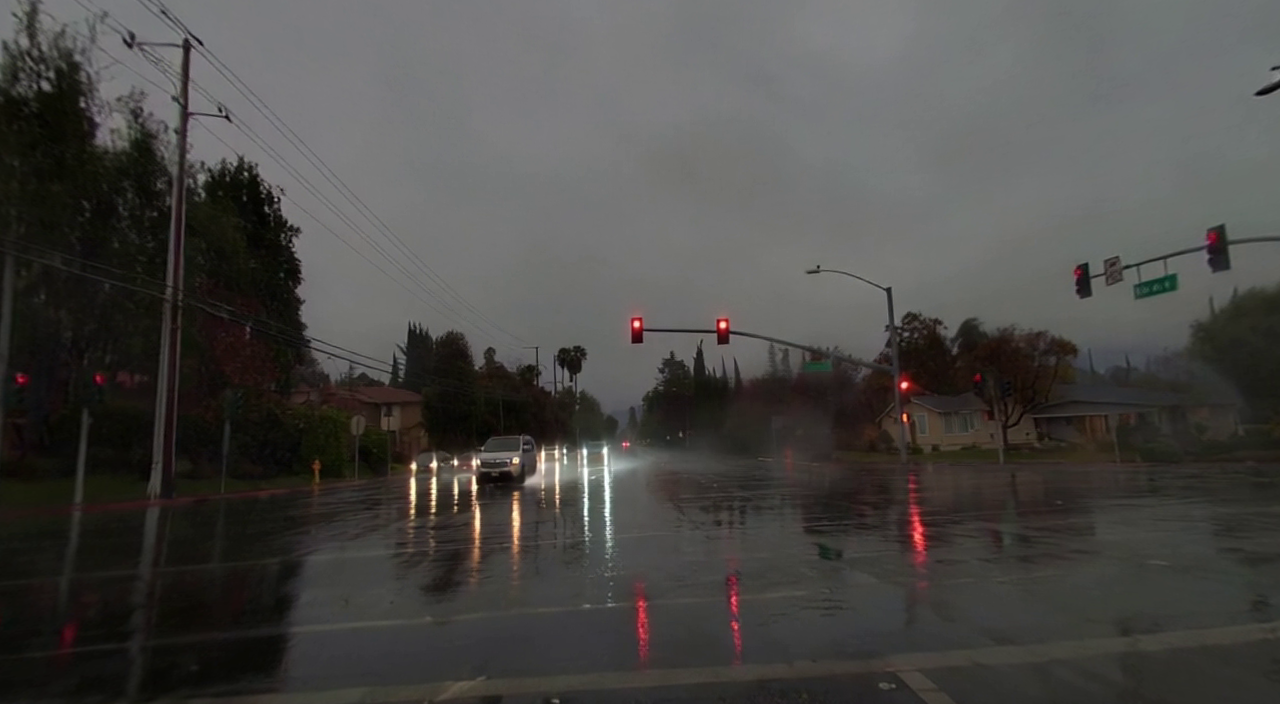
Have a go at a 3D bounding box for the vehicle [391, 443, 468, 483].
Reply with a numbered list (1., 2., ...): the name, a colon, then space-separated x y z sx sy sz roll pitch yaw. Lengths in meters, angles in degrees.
1. vehicle: -10.188 5.384 30.973 2.241 1.819 4.690 0 -9 -1

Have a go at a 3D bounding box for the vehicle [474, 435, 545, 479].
1. vehicle: -6.409 5.232 31.782 2.479 1.977 5.254 0 -9 -1

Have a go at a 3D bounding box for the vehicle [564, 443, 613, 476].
1. vehicle: -2.420 5.216 30.939 2.174 1.477 4.805 0 -9 -2
